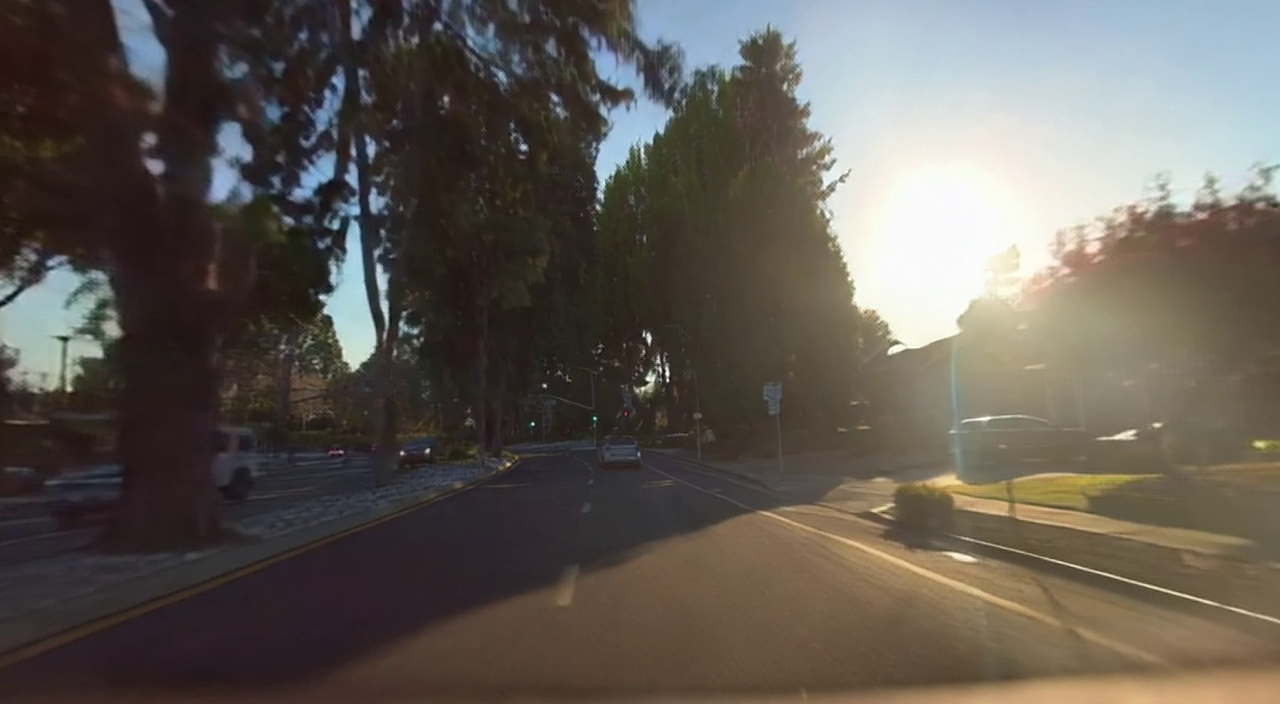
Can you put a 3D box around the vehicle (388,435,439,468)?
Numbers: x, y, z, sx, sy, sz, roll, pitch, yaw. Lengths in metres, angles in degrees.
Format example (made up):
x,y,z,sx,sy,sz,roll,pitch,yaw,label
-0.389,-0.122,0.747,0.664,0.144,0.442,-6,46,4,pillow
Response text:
x,y,z,sx,sy,sz,roll,pitch,yaw,label
-14.979,6.606,42.138,2.259,1.973,5.712,1,-9,-11,vehicle

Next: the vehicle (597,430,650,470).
x,y,z,sx,sy,sz,roll,pitch,yaw,label
-0.826,4.537,29.273,1.990,1.707,4.225,1,-9,-8,vehicle

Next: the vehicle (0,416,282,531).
x,y,z,sx,sy,sz,roll,pitch,yaw,label
-10.699,2.599,14.233,2.334,2.022,5.653,0,-8,-5,vehicle
